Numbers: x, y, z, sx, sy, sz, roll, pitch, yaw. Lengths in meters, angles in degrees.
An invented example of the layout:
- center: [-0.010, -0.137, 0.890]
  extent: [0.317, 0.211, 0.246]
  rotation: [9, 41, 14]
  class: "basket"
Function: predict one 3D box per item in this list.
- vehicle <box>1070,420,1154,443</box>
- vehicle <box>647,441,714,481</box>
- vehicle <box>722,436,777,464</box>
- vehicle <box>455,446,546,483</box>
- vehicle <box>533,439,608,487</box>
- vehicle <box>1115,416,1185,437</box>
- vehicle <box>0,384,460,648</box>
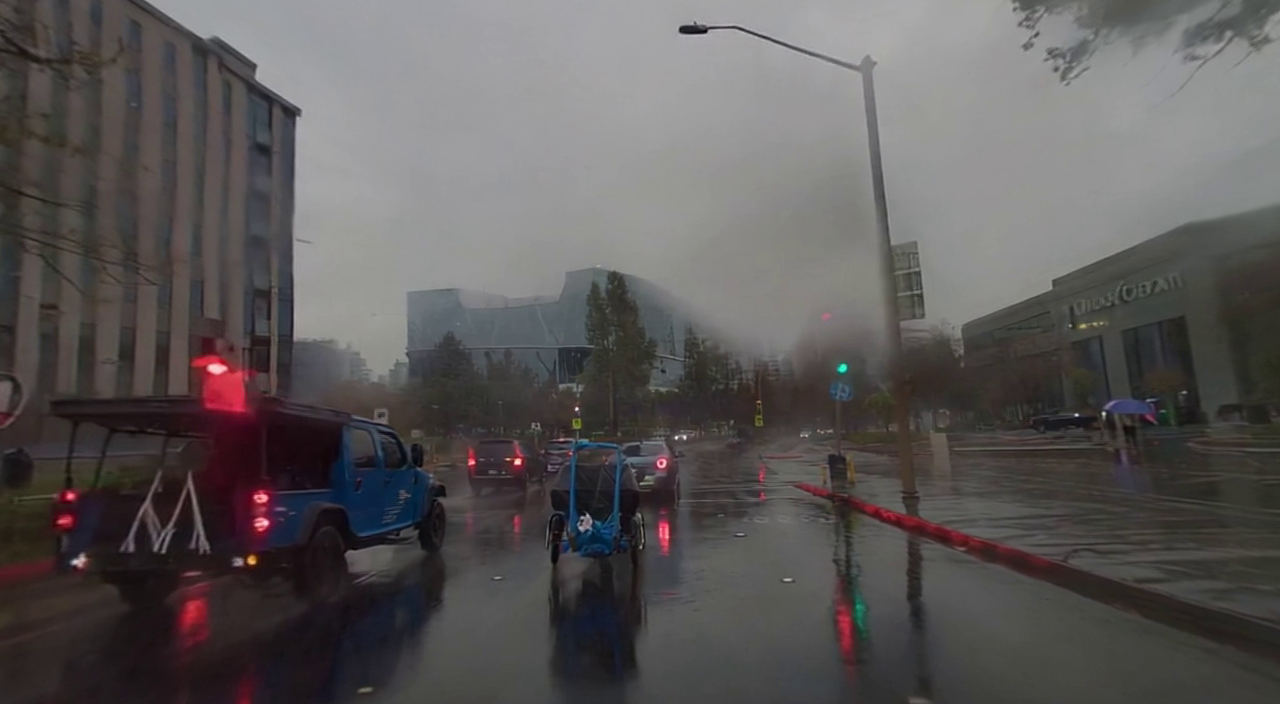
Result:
- center: [30.641, 5.192, 40.811]
  extent: [1.751, 1.420, 4.027]
  rotation: [8, -12, -42]
  class: "vehicle"
- center: [1.735, 4.398, 25.701]
  extent: [2.025, 1.458, 4.085]
  rotation: [-2, -9, 14]
  class: "vehicle"
- center: [6.944, 6.143, 39.572]
  extent: [2.082, 1.671, 3.992]
  rotation: [-5, -10, 30]
  class: "vehicle"
- center: [-6.116, 4.998, 28.262]
  extent: [2.018, 1.491, 4.795]
  rotation: [-2, -9, 14]
  class: "vehicle"
- center: [-2.513, 4.152, 23.780]
  extent: [1.935, 1.615, 4.073]
  rotation: [-1, -8, 7]
  class: "vehicle"
- center: [36.764, 5.409, 45.317]
  extent: [1.625, 1.449, 3.557]
  rotation: [6, -11, -38]
  class: "vehicle"
- center: [-3.581, 1.457, 6.611]
  extent: [2.000, 1.809, 4.405]
  rotation: [0, -8, 1]
  class: "vehicle"
